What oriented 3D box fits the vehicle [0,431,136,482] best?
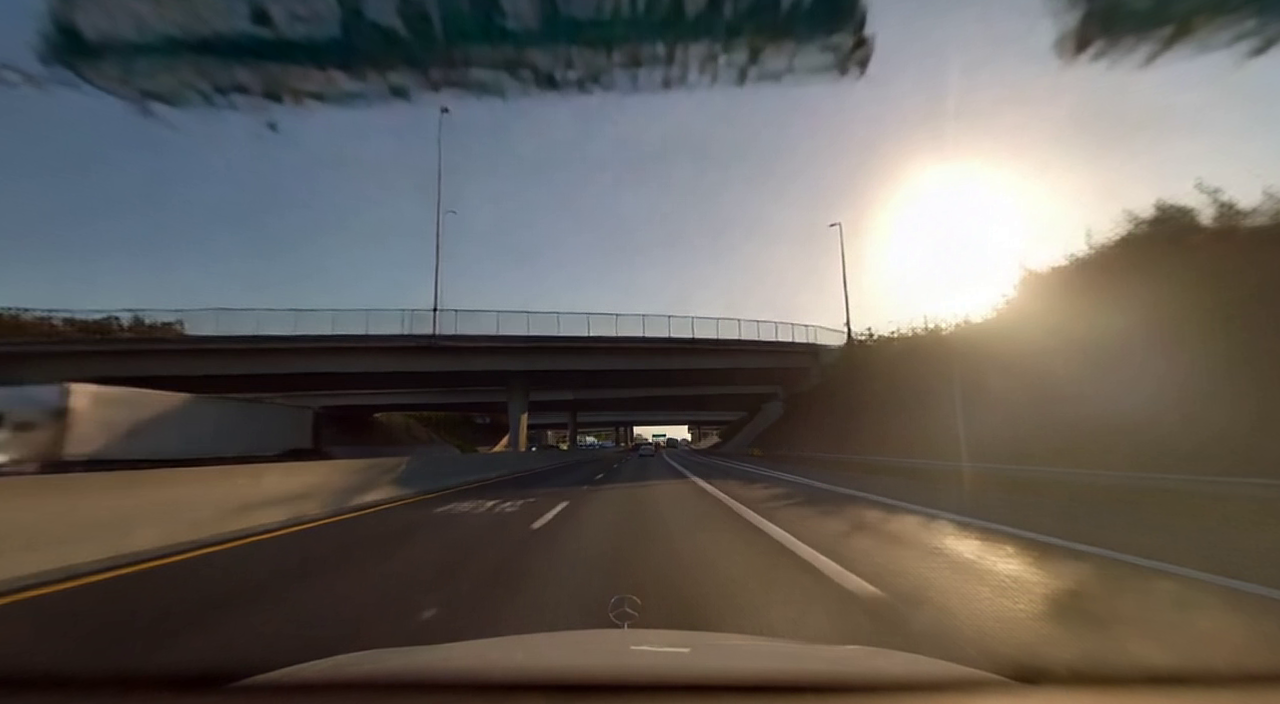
[{"bbox_3d":[-20.532,3.625,22.146,2.015,1.587,4.092,0,-8,0],"label":"vehicle"}]

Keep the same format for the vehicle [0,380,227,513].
[{"bbox_3d":[-20.516,3.415,23.106,3.124,3.932,10.785,0,-8,1],"label":"vehicle"}]

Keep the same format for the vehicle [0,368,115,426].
[{"bbox_3d":[-20.558,1.586,20.985,2.010,1.679,4.548,0,-8,1],"label":"vehicle"}]
